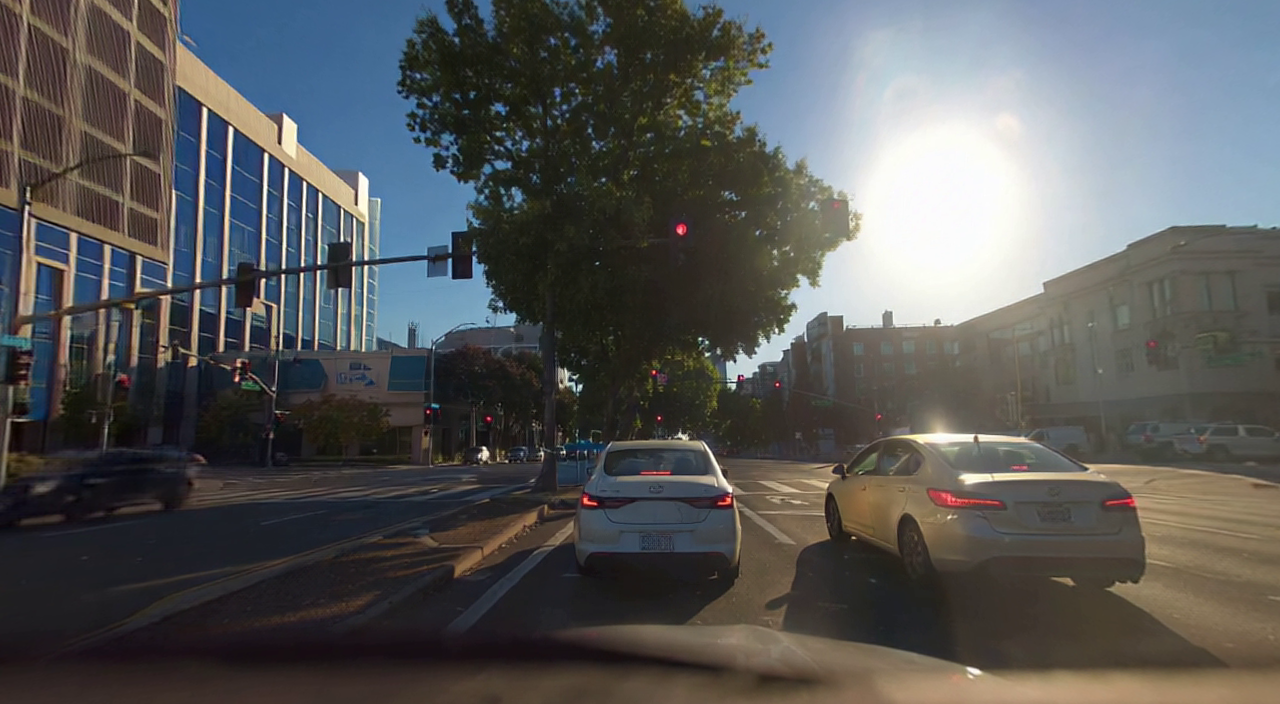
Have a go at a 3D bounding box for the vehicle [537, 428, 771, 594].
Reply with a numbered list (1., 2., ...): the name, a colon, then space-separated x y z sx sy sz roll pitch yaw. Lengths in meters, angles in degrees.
1. vehicle: 0.091 1.733 7.727 2.087 1.468 4.014 0 -9 -1

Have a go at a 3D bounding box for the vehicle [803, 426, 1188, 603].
1. vehicle: 3.642 1.737 7.736 2.018 1.491 4.544 0 -9 -1

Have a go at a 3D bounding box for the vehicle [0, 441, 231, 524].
1. vehicle: -12.276 2.979 15.040 2.009 1.642 4.482 0 -9 0

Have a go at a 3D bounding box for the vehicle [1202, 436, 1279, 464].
1. vehicle: 35.207 5.627 36.133 4.190 1.535 1.998 0 -9 -1
